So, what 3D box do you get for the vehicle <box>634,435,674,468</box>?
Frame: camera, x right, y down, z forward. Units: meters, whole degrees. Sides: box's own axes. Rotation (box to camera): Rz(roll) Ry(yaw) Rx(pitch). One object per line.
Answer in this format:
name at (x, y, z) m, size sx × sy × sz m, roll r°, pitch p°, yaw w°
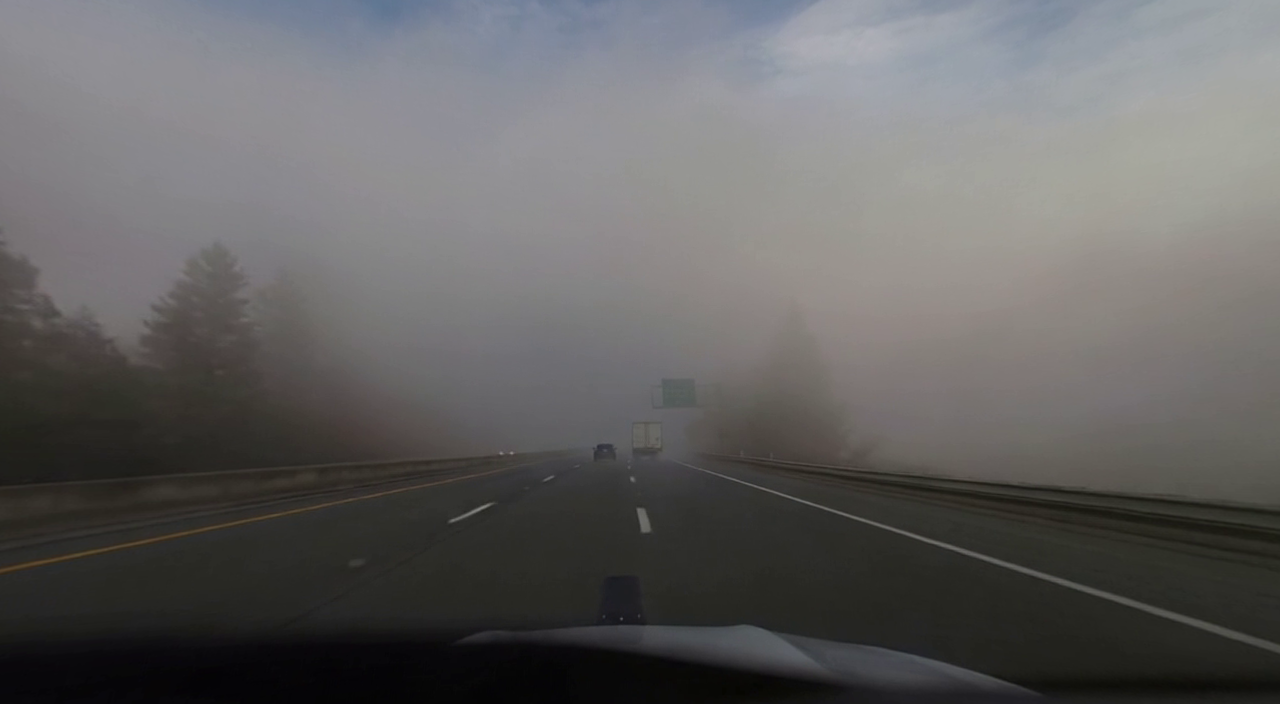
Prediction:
vehicle at (0.792, 6.227, 39.554) m, size 2.139 × 1.925 × 4.312 m, roll 0°, pitch -9°, yaw -4°
